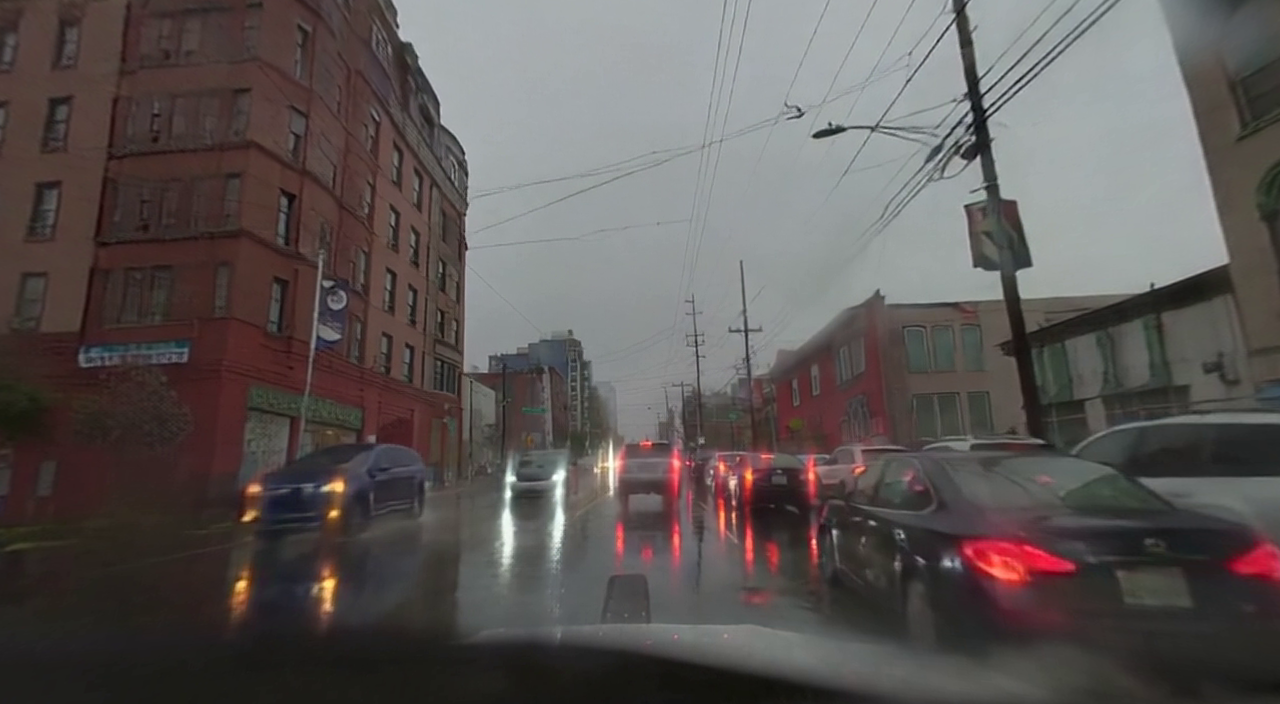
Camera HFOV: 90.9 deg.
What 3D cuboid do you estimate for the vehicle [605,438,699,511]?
[{"bbox_3d":[0.256,3.229,17.131,2.232,1.736,4.036,0,-8,-1],"label":"vehicle"}]

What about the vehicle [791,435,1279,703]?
[{"bbox_3d":[2.788,1.457,5.187,2.029,1.460,4.451,0,-8,1],"label":"vehicle"}]

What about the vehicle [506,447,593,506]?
[{"bbox_3d":[-2.732,3.860,20.052,2.023,1.646,4.282,0,-8,2],"label":"vehicle"}]

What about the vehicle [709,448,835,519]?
[{"bbox_3d":[3.112,3.205,16.060,2.116,1.487,4.988,0,-8,0],"label":"vehicle"}]

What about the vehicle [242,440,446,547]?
[{"bbox_3d":[-5.651,2.709,12.824,1.962,1.755,4.423,0,-8,0],"label":"vehicle"}]
